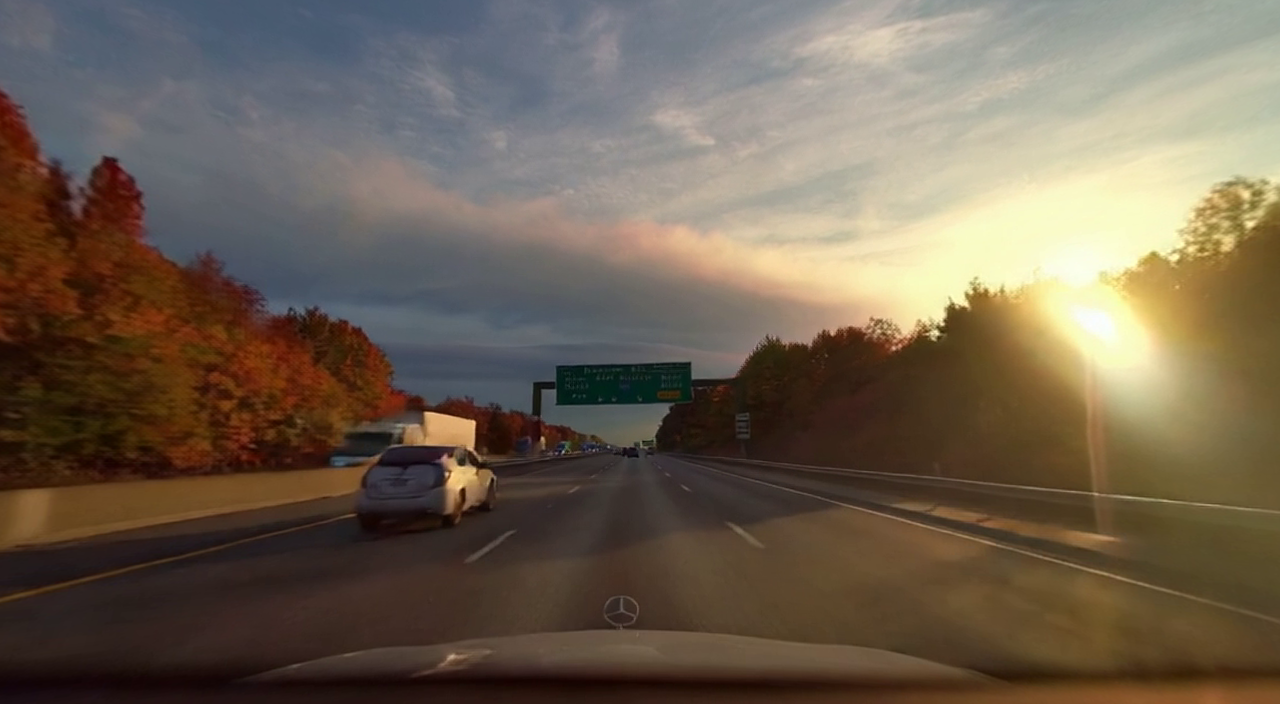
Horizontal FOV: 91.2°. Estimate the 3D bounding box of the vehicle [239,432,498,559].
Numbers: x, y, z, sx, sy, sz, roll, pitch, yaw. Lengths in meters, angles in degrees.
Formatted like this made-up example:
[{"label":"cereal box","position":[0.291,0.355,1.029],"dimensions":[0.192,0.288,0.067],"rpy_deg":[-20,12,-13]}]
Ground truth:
[{"label":"vehicle","position":[-3.978,2.193,10.337],"dimensions":[2.153,1.577,4.707],"rpy_deg":[0,-9,0]}]
